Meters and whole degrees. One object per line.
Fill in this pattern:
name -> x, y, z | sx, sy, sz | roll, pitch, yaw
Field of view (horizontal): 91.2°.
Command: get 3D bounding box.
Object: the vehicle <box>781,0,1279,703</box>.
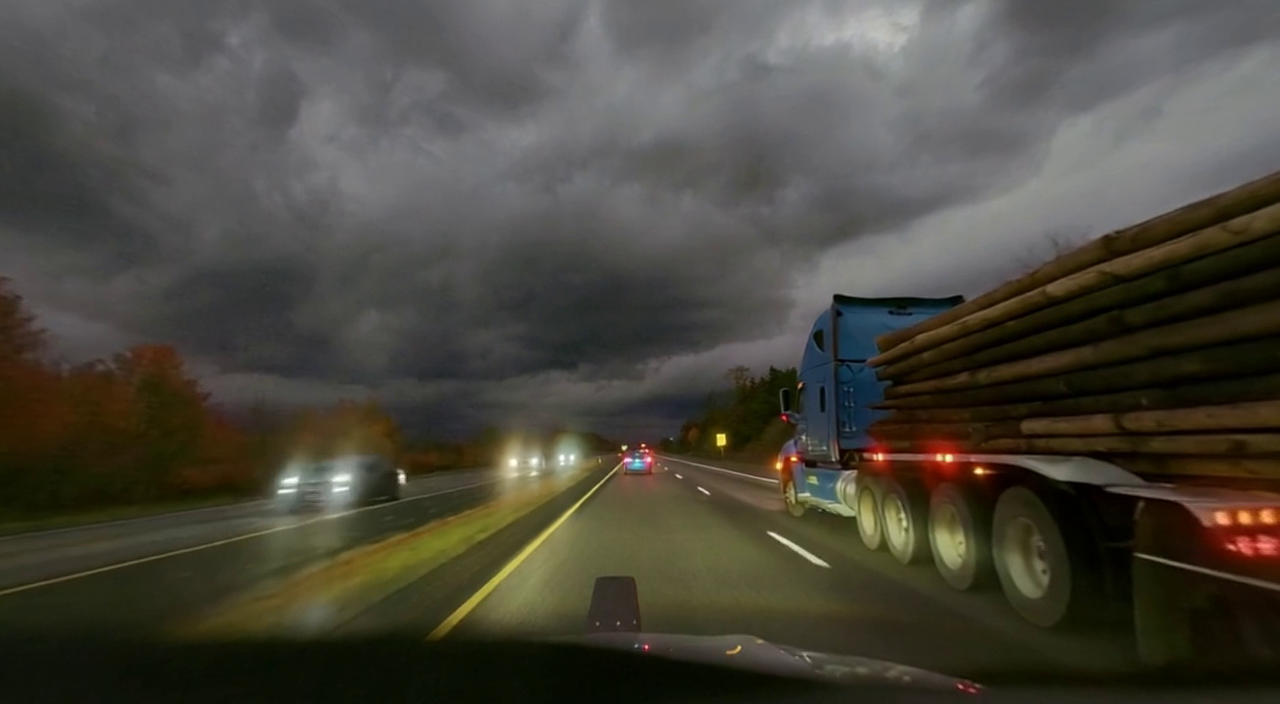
vehicle -> 4.225, 0.265, 6.187 | 2.996, 3.942, 10.600 | 0, -9, -1

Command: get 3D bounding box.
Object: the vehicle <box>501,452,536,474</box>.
vehicle -> -9.325, 8.539, 48.280 | 1.871, 1.595, 4.052 | -1, -9, 0

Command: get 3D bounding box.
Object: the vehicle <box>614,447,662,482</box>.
vehicle -> -0.124, 5.230, 29.447 | 2.099, 1.506, 4.097 | 0, -9, -1

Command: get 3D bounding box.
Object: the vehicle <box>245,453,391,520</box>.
vehicle -> -8.810, 3.666, 17.601 | 1.916, 1.572, 4.056 | -1, -9, 0
